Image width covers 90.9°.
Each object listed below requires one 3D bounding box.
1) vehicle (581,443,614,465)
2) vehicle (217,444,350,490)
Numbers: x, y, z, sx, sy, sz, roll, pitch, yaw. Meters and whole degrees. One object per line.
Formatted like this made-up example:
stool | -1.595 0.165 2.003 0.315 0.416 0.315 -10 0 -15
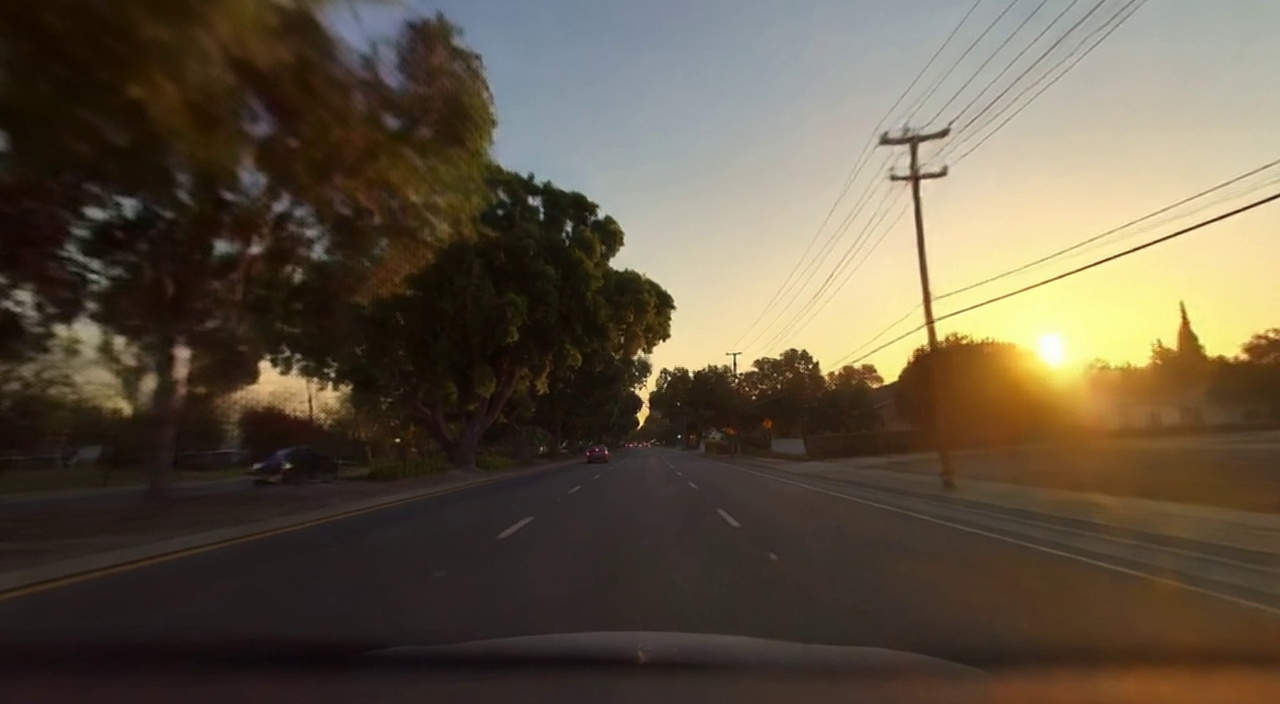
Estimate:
vehicle | -2.972 7.257 45.036 2.007 1.514 4.049 0 -9 1
vehicle | -12.657 4.082 22.824 2.032 1.470 4.665 0 -9 1
